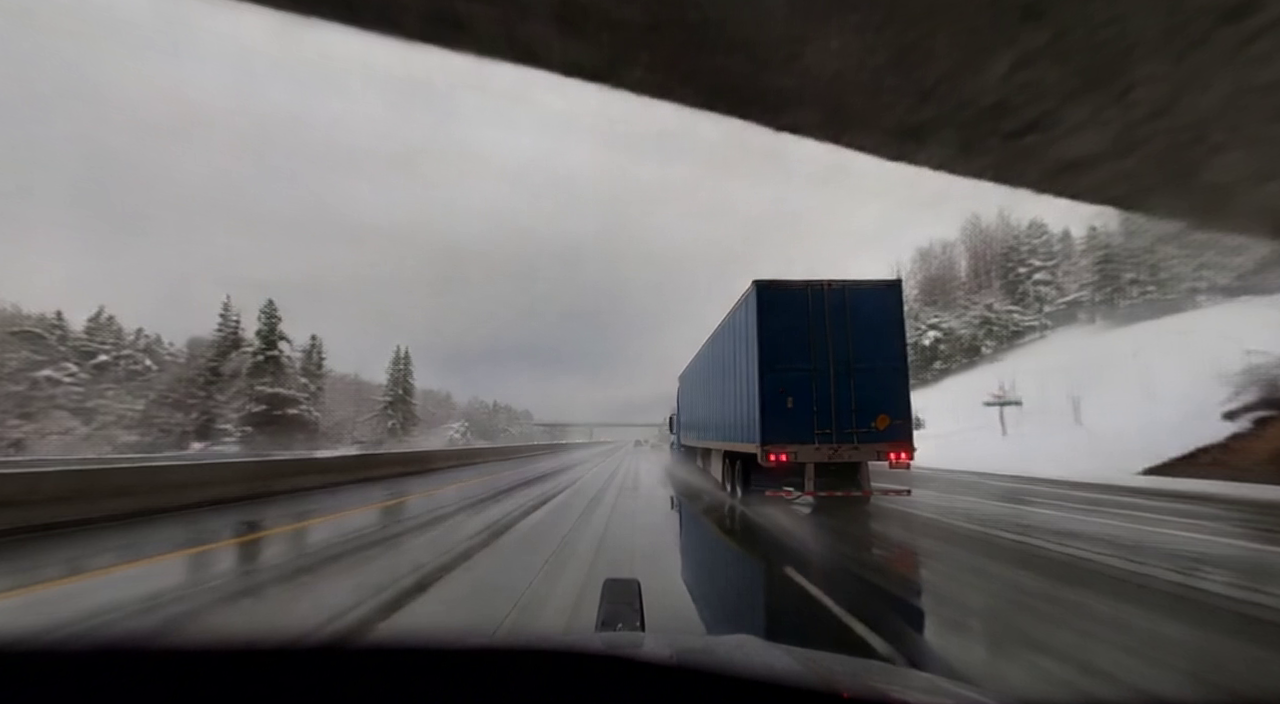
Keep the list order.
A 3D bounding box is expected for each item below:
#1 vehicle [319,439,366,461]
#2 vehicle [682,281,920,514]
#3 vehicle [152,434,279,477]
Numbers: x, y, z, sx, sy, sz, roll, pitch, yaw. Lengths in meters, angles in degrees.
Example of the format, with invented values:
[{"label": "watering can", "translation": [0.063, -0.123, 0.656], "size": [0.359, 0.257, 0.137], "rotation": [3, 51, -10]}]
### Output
[{"label": "vehicle", "translation": [-21.806, 7.188, 46.380], "size": [1.647, 1.481, 3.671], "rotation": [0, -9, 0]}, {"label": "vehicle", "translation": [3.371, 2.010, 19.389], "size": [2.743, 4.160, 16.408], "rotation": [0, -9, -1]}, {"label": "vehicle", "translation": [-29.732, 7.305, 44.920], "size": [2.819, 2.709, 9.047], "rotation": [0, -9, -1]}]
